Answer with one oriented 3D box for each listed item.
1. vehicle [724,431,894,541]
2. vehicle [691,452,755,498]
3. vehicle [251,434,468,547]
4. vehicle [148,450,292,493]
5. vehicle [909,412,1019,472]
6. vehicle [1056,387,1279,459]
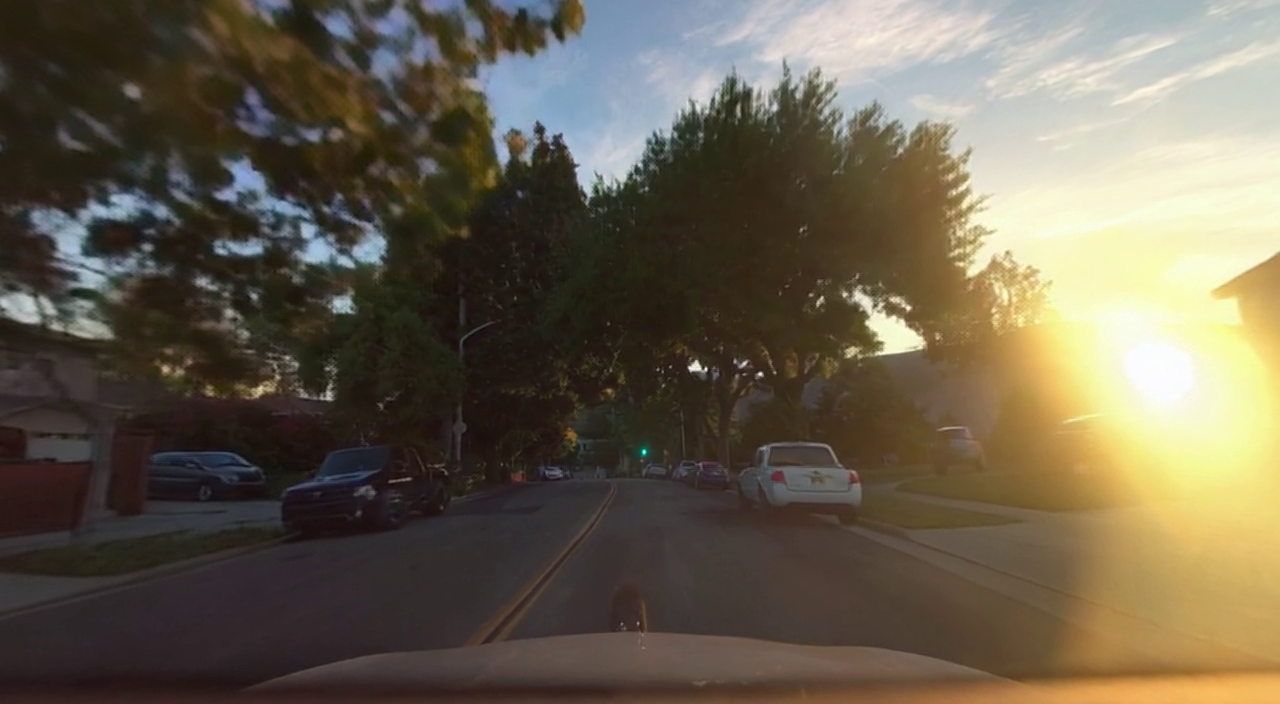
[{"bbox_3d":[3.199,2.663,13.176,2.229,1.826,4.611,-1,-9,0],"label":"vehicle"},{"bbox_3d":[3.305,4.990,26.035,1.970,1.709,4.568,0,-9,-1],"label":"vehicle"},{"bbox_3d":[-5.178,2.594,12.620,2.155,1.729,4.799,-2,-9,0],"label":"vehicle"},{"bbox_3d":[-15.714,4.450,23.662,4.527,1.466,1.880,-3,-9,16],"label":"vehicle"},{"bbox_3d":[11.498,3.195,22.276,2.100,1.857,4.611,-9,-12,43],"label":"vehicle"},{"bbox_3d":[13.640,1.881,16.026,4.639,1.634,2.005,-3,-10,16],"label":"vehicle"}]
